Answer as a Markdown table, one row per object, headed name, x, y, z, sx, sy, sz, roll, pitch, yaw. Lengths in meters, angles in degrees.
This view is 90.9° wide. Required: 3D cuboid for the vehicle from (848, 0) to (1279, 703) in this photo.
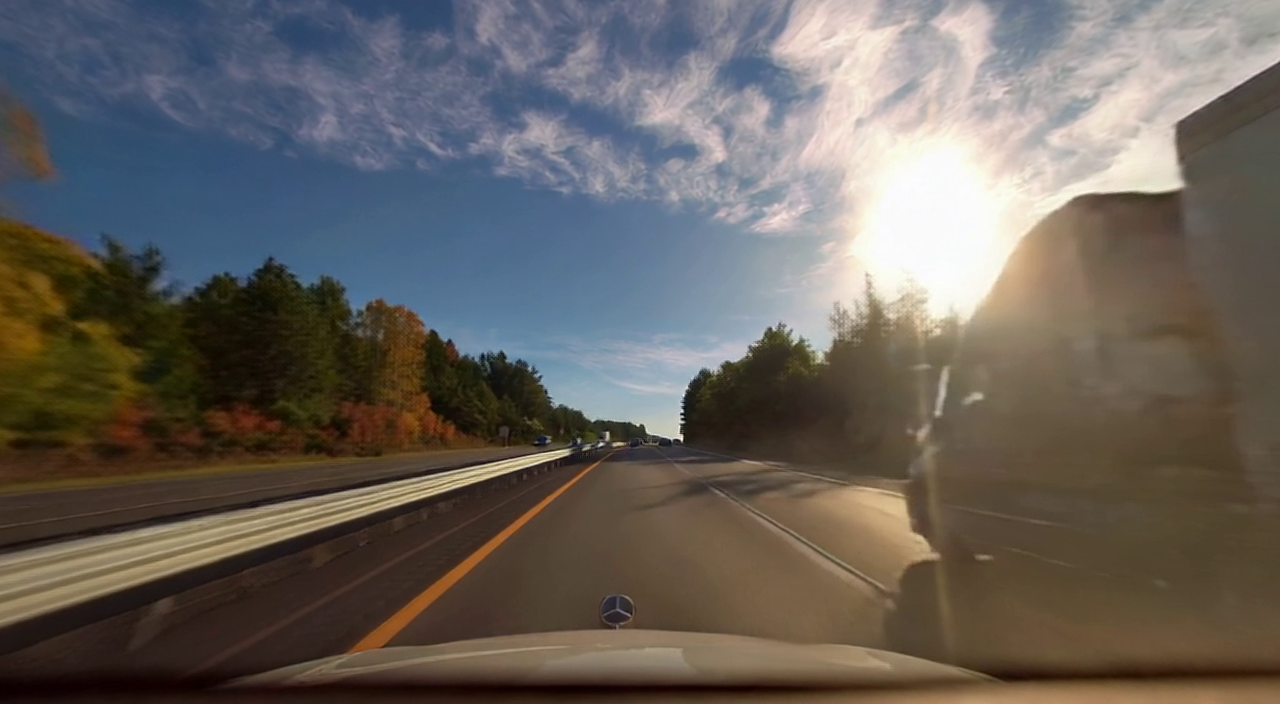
| name | x | y | z | sx | sy | sz | roll | pitch | yaw |
| --- | --- | --- | --- | --- | --- | --- | --- | --- | --- |
| vehicle | 4.159 | 0.012 | 4.783 | 2.982 | 3.909 | 5.794 | 0 | -7 | -1 |
